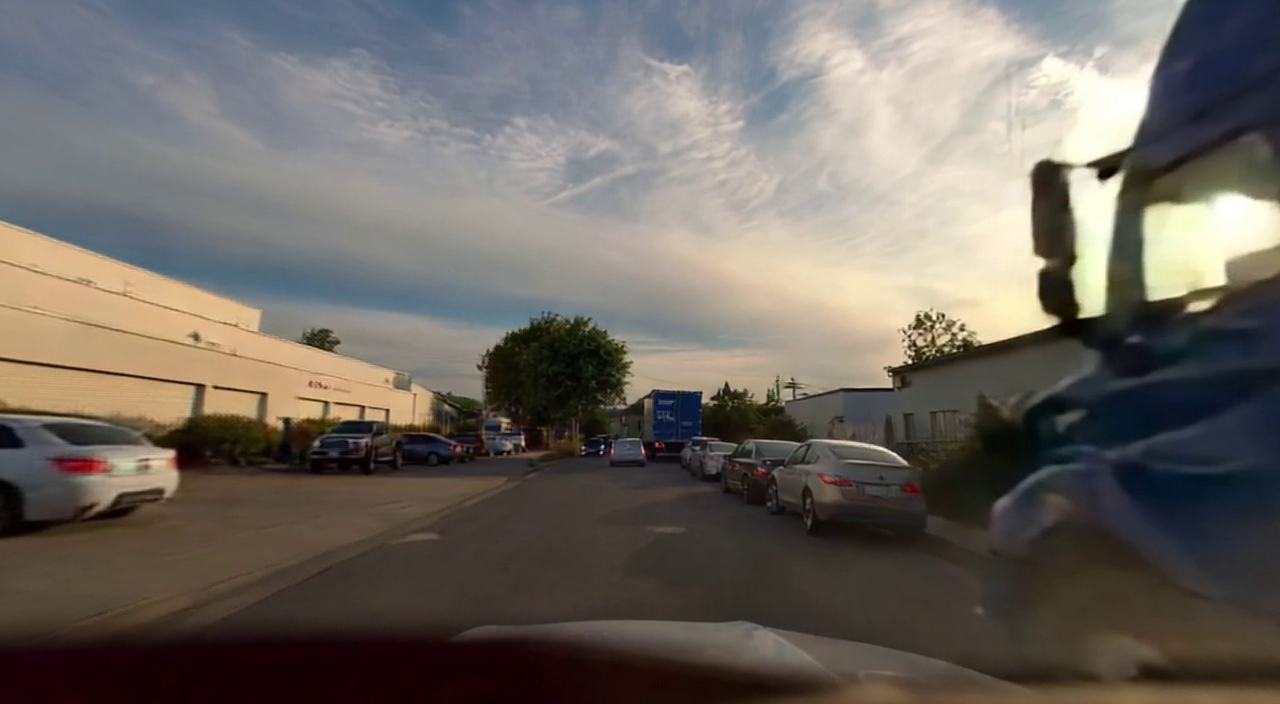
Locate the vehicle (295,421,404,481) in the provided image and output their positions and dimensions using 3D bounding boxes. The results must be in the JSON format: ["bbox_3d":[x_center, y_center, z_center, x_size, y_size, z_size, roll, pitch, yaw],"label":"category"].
[{"bbox_3d":[-9.409,3.241,20.874,1.996,1.719,4.382,2,-8,-8],"label":"vehicle"}]

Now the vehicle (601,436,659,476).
[{"bbox_3d":[-0.432,4.170,25.553,2.160,1.498,3.909,0,-8,-2],"label":"vehicle"}]

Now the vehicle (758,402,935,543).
[{"bbox_3d":[2.901,1.744,9.371,1.686,1.786,2.276,0,-9,-3],"label":"vehicle"}]

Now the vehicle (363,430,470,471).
[{"bbox_3d":[-8.700,3.857,24.802,3.569,1.520,1.797,0,-8,-5],"label":"vehicle"}]

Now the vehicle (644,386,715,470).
[{"bbox_3d":[1.985,4.746,38.445,2.865,4.113,14.471,0,-8,-2],"label":"vehicle"}]

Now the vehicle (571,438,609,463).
[{"bbox_3d":[-3.182,6.318,40.616,1.989,1.481,4.008,0,-8,2],"label":"vehicle"}]

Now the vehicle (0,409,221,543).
[{"bbox_3d":[-8.021,1.449,7.637,4.483,1.431,1.849,0,-8,-4],"label":"vehicle"}]
